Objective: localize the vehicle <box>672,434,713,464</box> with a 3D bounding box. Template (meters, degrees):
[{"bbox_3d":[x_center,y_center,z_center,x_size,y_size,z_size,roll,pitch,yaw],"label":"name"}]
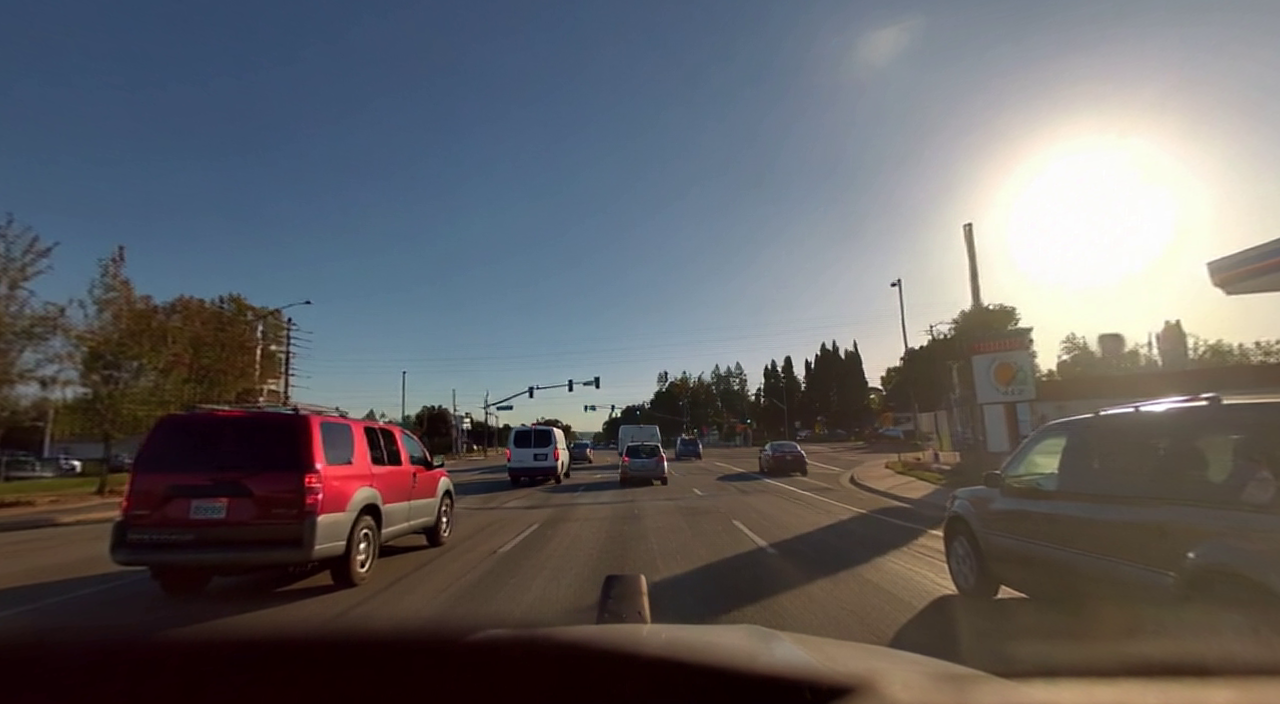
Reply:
[{"bbox_3d":[3.316,6.311,40.817,2.193,1.795,5.130,0,-8,0],"label":"vehicle"}]

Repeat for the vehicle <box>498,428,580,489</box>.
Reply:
[{"bbox_3d":[-3.469,3.769,22.630,2.025,1.936,4.995,0,-8,1],"label":"vehicle"}]

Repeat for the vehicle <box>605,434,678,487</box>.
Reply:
[{"bbox_3d":[0.068,3.999,23.579,2.426,1.703,5.602,0,-8,1],"label":"vehicle"}]

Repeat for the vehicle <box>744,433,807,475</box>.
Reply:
[{"bbox_3d":[6.012,4.594,28.487,2.119,1.696,4.623,-1,-8,4],"label":"vehicle"}]

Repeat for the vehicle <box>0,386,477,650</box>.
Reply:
[{"bbox_3d":[-3.515,1.482,6.846,2.002,1.747,5.173,0,-8,1],"label":"vehicle"}]

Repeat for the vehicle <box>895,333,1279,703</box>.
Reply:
[{"bbox_3d":[3.598,1.032,3.866,2.055,1.786,4.817,0,-8,1],"label":"vehicle"}]
